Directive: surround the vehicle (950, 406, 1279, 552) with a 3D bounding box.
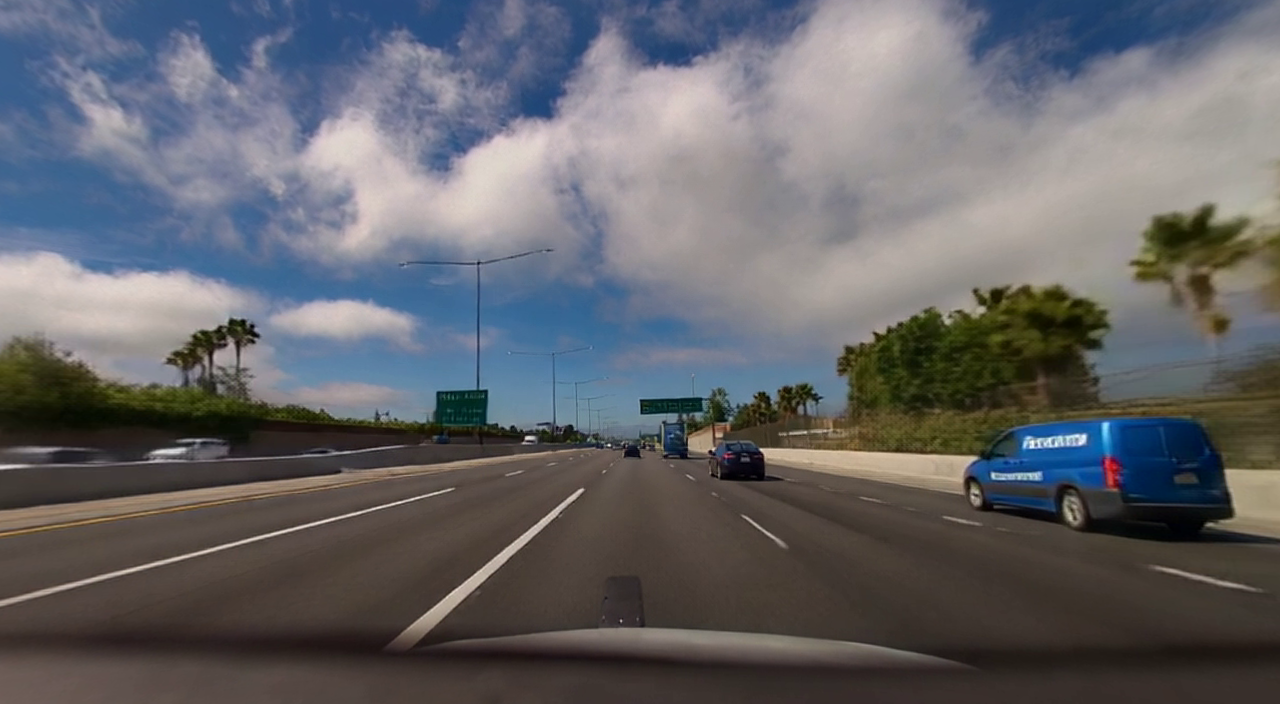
[{"bbox_3d":[7.525,1.945,10.386,2.266,1.799,4.947,0,-8,-1],"label":"vehicle"}]

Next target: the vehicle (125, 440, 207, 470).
[{"bbox_3d":[-28.705,6.253,38.449,1.877,1.692,3.983,0,-8,0],"label":"vehicle"}]

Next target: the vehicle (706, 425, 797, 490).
[{"bbox_3d":[3.583,3.511,21.326,2.035,1.931,4.841,0,-9,-2],"label":"vehicle"}]
